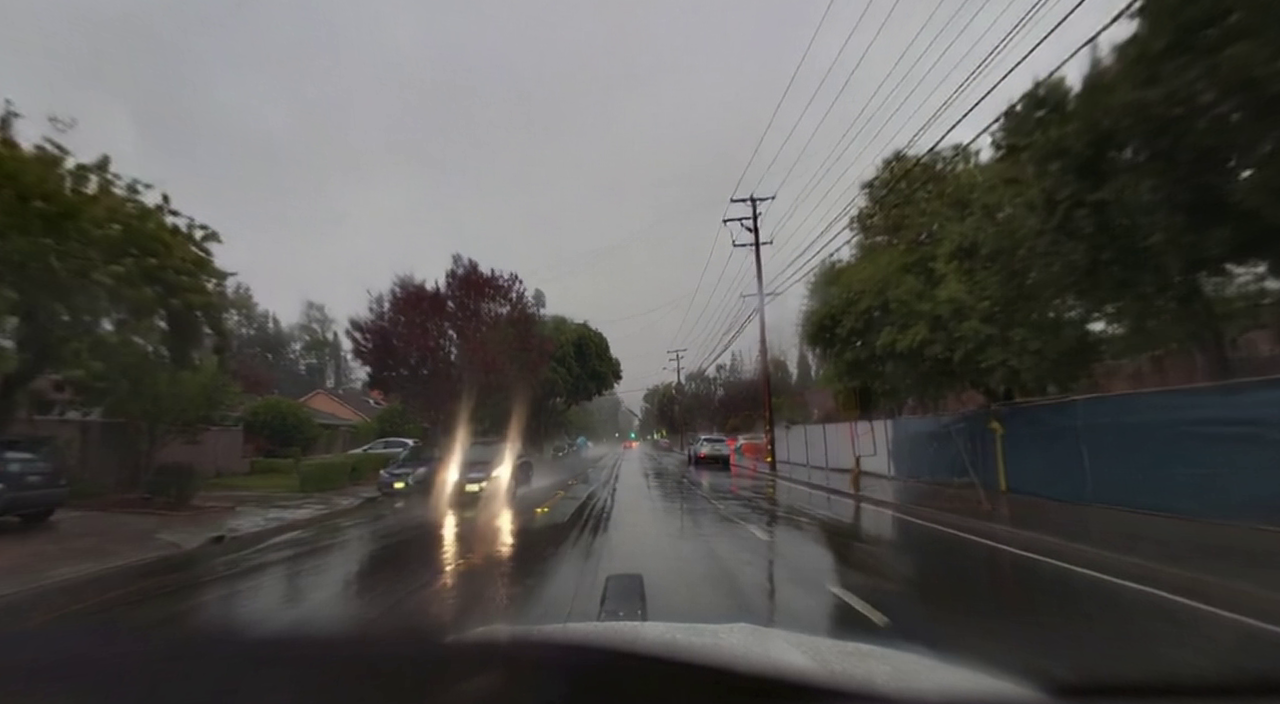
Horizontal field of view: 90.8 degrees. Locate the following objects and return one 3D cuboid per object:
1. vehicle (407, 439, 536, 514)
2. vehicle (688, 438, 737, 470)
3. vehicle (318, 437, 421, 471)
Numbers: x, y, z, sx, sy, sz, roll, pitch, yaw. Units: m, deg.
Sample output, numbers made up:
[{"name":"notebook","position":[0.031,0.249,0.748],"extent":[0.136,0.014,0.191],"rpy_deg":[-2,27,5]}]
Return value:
[{"name":"vehicle","position":[-4.064,3.046,16.076],"extent":[2.068,1.543,4.523],"rpy_deg":[-2,-8,0]},{"name":"vehicle","position":[3.623,5.209,32.411],"extent":[1.902,1.542,4.099],"rpy_deg":[0,-8,-2]},{"name":"vehicle","position":[-15.107,5.729,35.480],"extent":[4.833,1.831,2.066],"rpy_deg":[0,-9,0]}]
